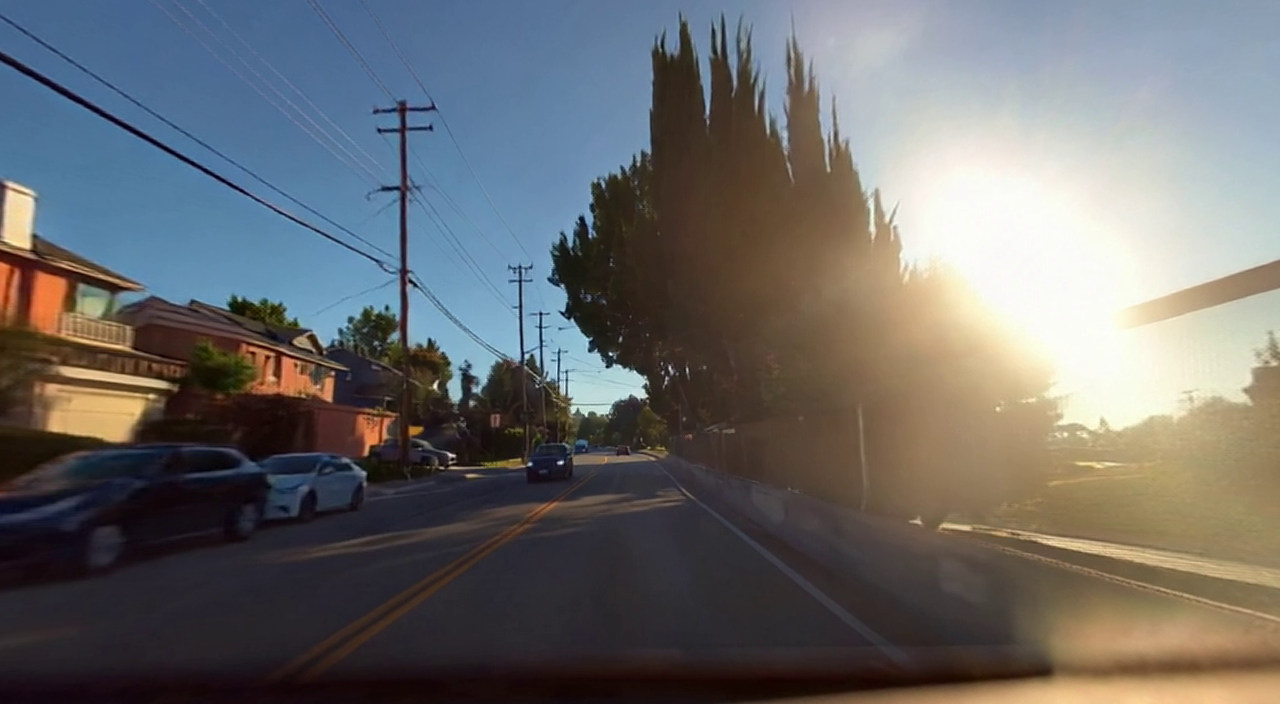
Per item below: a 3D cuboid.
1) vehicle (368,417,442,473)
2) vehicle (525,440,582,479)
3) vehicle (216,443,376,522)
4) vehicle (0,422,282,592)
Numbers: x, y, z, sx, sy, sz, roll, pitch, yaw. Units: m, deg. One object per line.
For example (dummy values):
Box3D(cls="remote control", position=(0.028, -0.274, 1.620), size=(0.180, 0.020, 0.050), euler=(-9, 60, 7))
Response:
Box3D(cls="vehicle", position=(-11.978, 4.830, 32.741), size=(2.451, 2.641, 5.869), euler=(2, -9, -10))
Box3D(cls="vehicle", position=(-4.022, 5.078, 30.103), size=(2.103, 1.690, 4.508), euler=(0, -9, 0))
Box3D(cls="vehicle", position=(-7.570, 2.880, 14.310), size=(1.744, 1.538, 3.331), euler=(1, -10, -2))
Box3D(cls="vehicle", position=(-7.201, 1.929, 8.641), size=(1.920, 1.681, 4.490), euler=(1, -10, 0))
